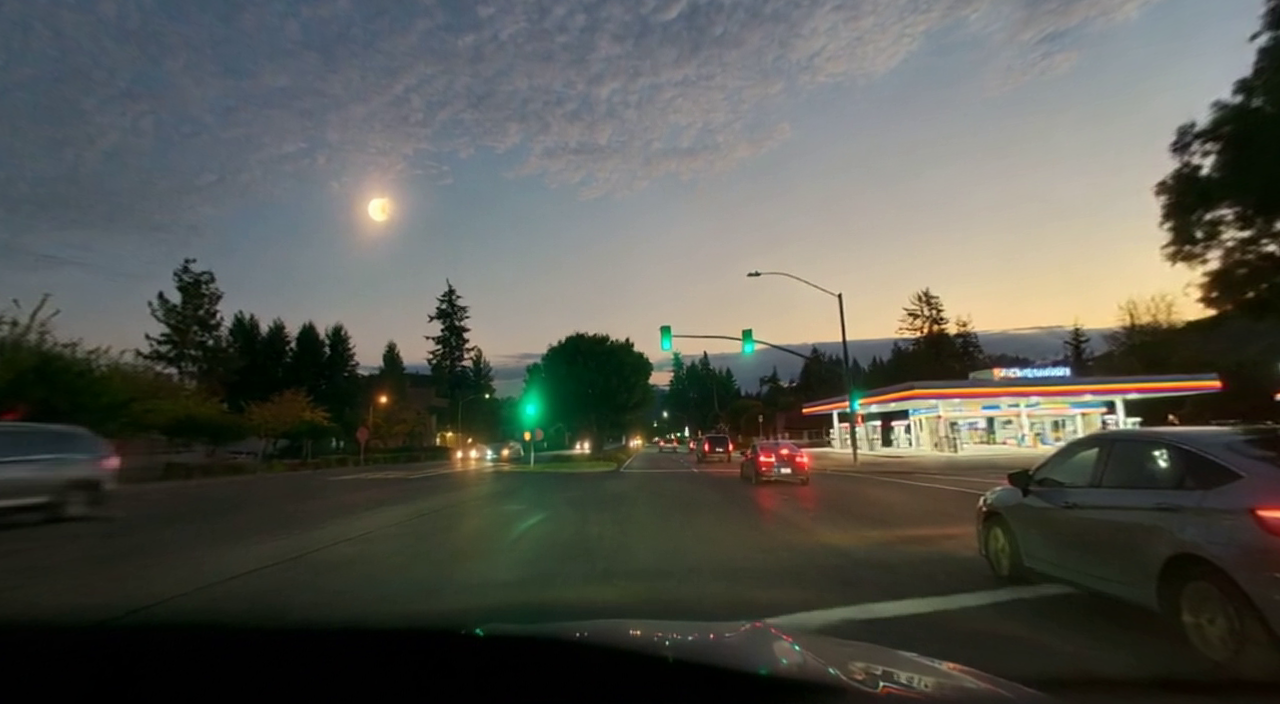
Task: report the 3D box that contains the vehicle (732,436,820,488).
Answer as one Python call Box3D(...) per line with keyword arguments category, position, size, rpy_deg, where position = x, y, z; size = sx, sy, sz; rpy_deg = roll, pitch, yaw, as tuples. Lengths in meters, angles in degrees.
Box3D(category="vehicle", position=(4.119, 3.386, 19.783), size=(1.871, 1.442, 4.122), rpy_deg=(0, -8, 0))

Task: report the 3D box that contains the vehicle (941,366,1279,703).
Box3D(category="vehicle", position=(3.819, 1.006, 3.546), size=(1.875, 1.665, 4.931), rpy_deg=(0, -8, 1))

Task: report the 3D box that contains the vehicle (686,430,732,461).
Box3D(category="vehicle", position=(4.776, 6.579, 44.313), size=(2.611, 1.983, 5.165), rpy_deg=(0, -8, 0))

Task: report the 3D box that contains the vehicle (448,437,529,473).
Box3D(category="vehicle", position=(-7.673, 5.264, 32.532), size=(2.842, 1.476, 4.980), rpy_deg=(-3, -7, 1))

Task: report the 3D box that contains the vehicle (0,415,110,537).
Box3D(category="vehicle", position=(-11.261, 1.944, 9.778), size=(2.416, 1.903, 4.339), rpy_deg=(0, -7, -3))
